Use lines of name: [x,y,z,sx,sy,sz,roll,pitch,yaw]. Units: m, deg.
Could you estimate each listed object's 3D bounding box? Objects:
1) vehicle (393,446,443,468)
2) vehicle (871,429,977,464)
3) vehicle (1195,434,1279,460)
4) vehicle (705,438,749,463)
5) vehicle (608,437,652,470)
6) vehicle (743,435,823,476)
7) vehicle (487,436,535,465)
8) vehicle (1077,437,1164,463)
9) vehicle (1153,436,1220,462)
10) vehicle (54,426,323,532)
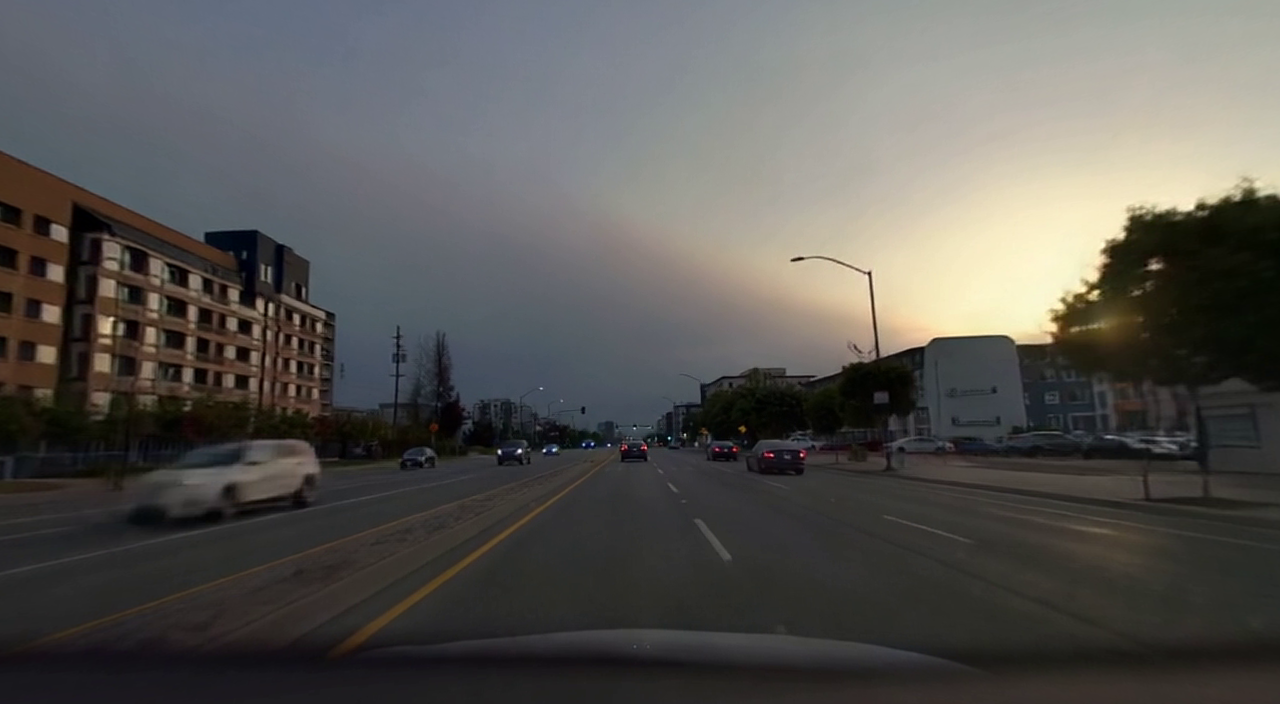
vehicle: [-16.100,7.635,45.860,1.977,1.514,4.720,0,-8,0]
vehicle: [17.520,5.843,39.002,5.388,2.082,2.328,1,-9,-5]
vehicle: [37.026,5.896,39.026,1.681,1.536,3.704,0,-8,0]
vehicle: [5.587,6.407,40.945,2.154,1.554,4.149,0,-8,-2]
vehicle: [-0.500,5.142,32.039,2.106,1.553,3.964,0,-8,-1]
vehicle: [5.883,4.329,26.539,2.121,1.557,4.898,0,-8,-2]
vehicle: [-8.875,6.851,43.739,2.357,1.894,4.864,0,-9,0]
vehicle: [29.444,6.026,38.766,1.781,1.507,4.628,0,-9,2]
vehicle: [33.596,5.975,38.808,1.932,1.536,3.835,-3,-9,23]
vehicle: [-8.590,2.428,12.658,2.013,1.737,4.510,0,-8,0]
